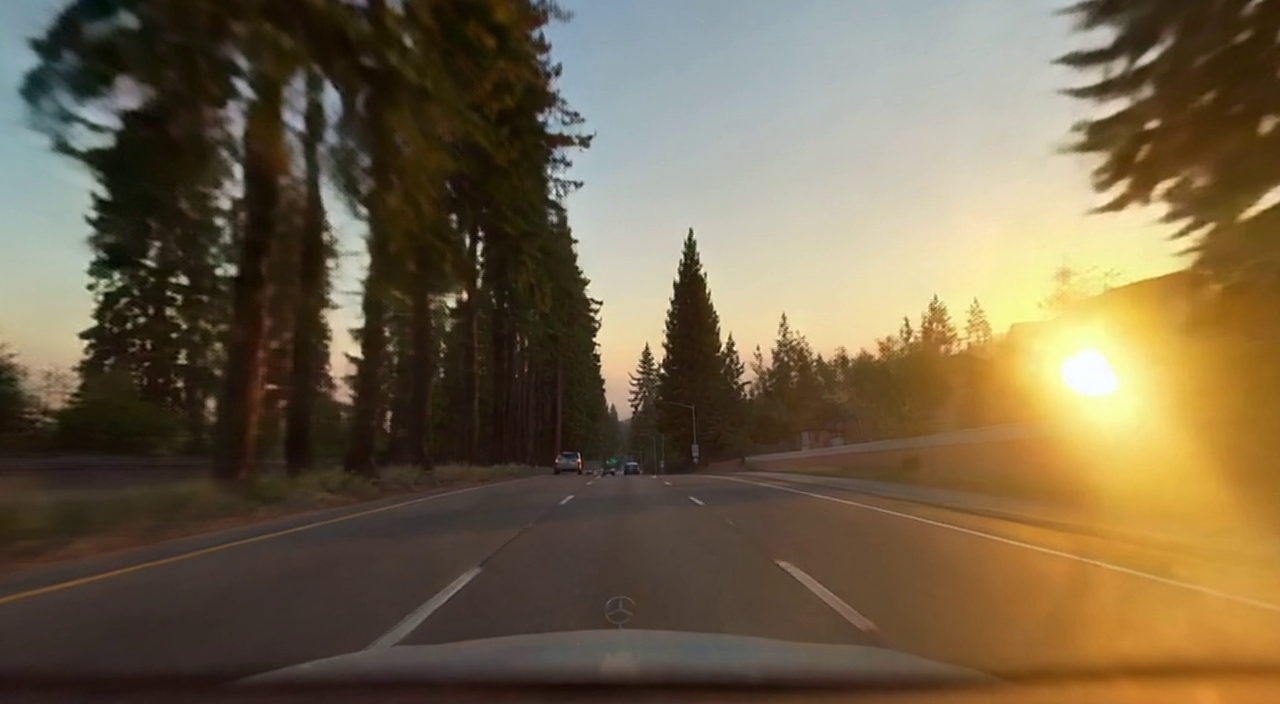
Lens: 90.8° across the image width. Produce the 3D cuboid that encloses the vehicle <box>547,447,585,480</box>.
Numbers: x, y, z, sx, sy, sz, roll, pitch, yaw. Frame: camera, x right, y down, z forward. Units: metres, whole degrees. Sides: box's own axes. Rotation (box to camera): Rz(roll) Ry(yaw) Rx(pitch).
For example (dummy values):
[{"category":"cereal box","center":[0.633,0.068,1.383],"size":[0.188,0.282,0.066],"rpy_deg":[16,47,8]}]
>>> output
[{"category":"vehicle","center":[-5.417,8.211,46.892],"size":[2.323,2.252,4.808],"rpy_deg":[0,-9,-2]}]
